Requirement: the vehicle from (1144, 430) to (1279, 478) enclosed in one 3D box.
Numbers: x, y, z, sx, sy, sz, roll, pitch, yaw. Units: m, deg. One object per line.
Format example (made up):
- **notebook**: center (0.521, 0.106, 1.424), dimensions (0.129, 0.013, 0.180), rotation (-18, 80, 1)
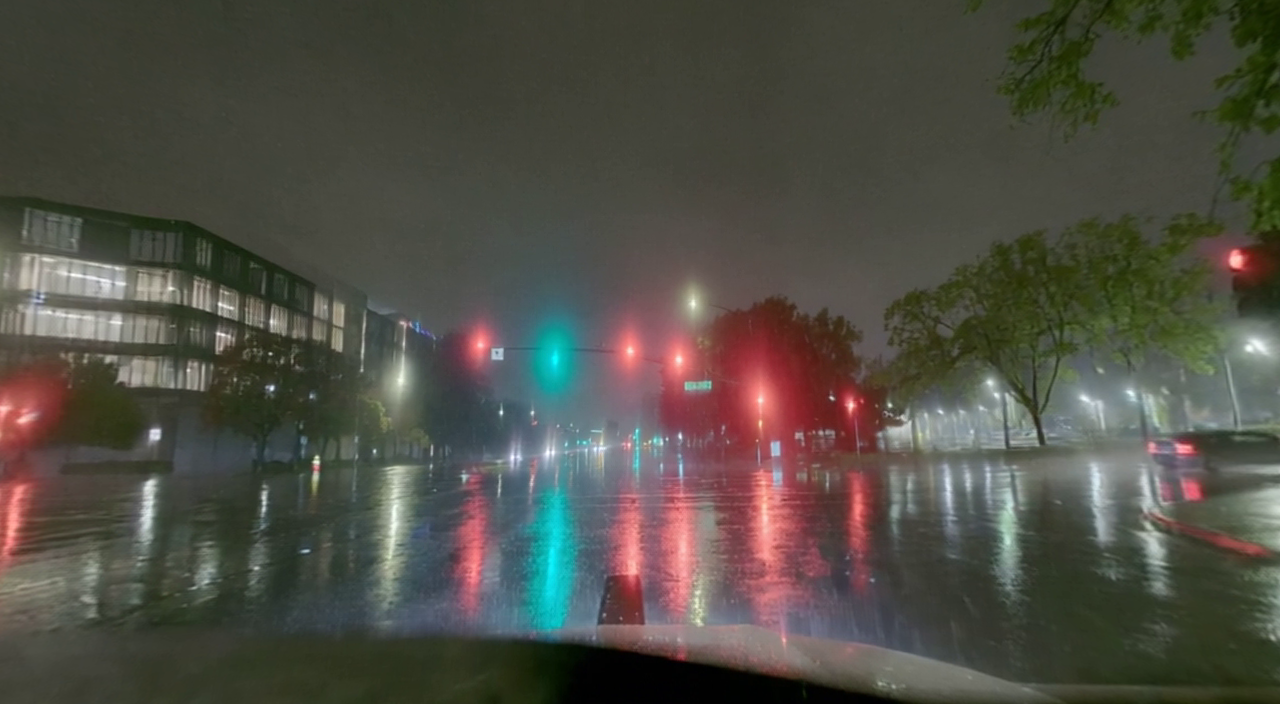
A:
- **vehicle**: center (23.925, 4.071, 25.330), dimensions (5.357, 1.814, 2.141), rotation (-1, -8, 5)
